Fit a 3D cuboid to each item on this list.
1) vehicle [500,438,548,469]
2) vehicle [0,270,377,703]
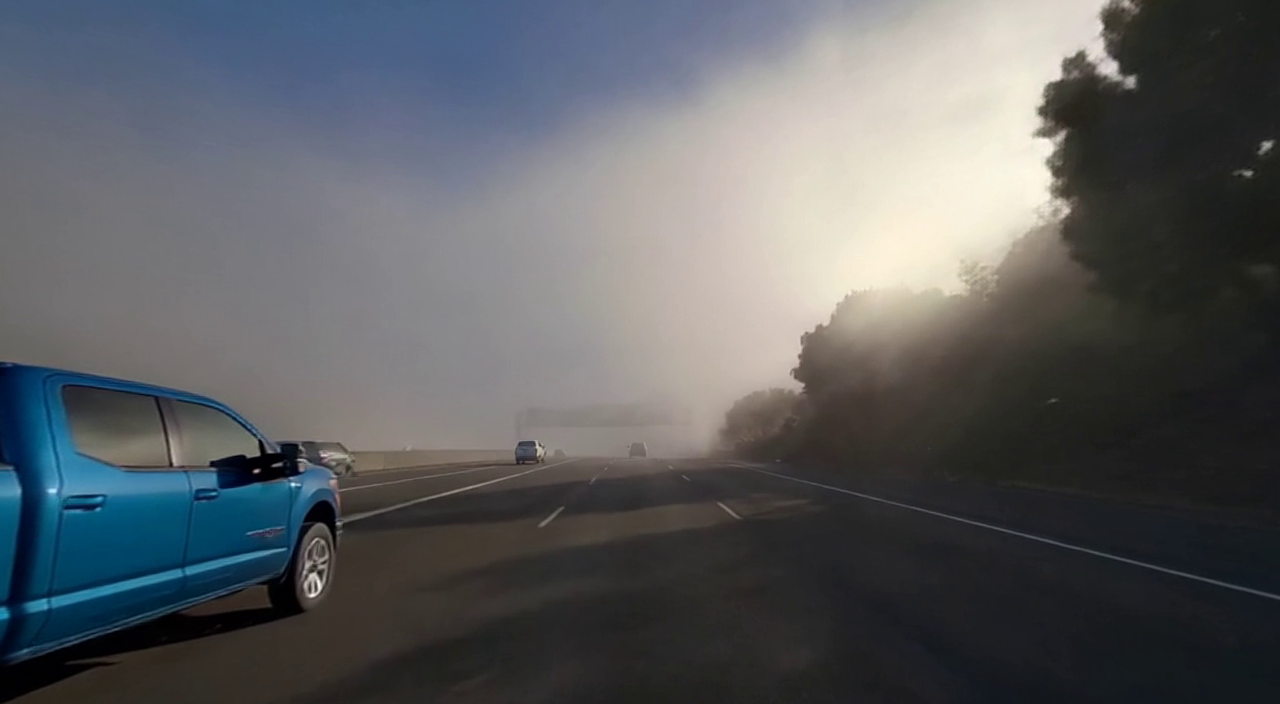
[{"bbox_3d":[-7.729,6.842,42.608,2.260,1.917,5.499,0,-9,-1],"label":"vehicle"},{"bbox_3d":[-3.852,0.764,3.237,2.339,2.004,6.171,0,-9,0],"label":"vehicle"}]
